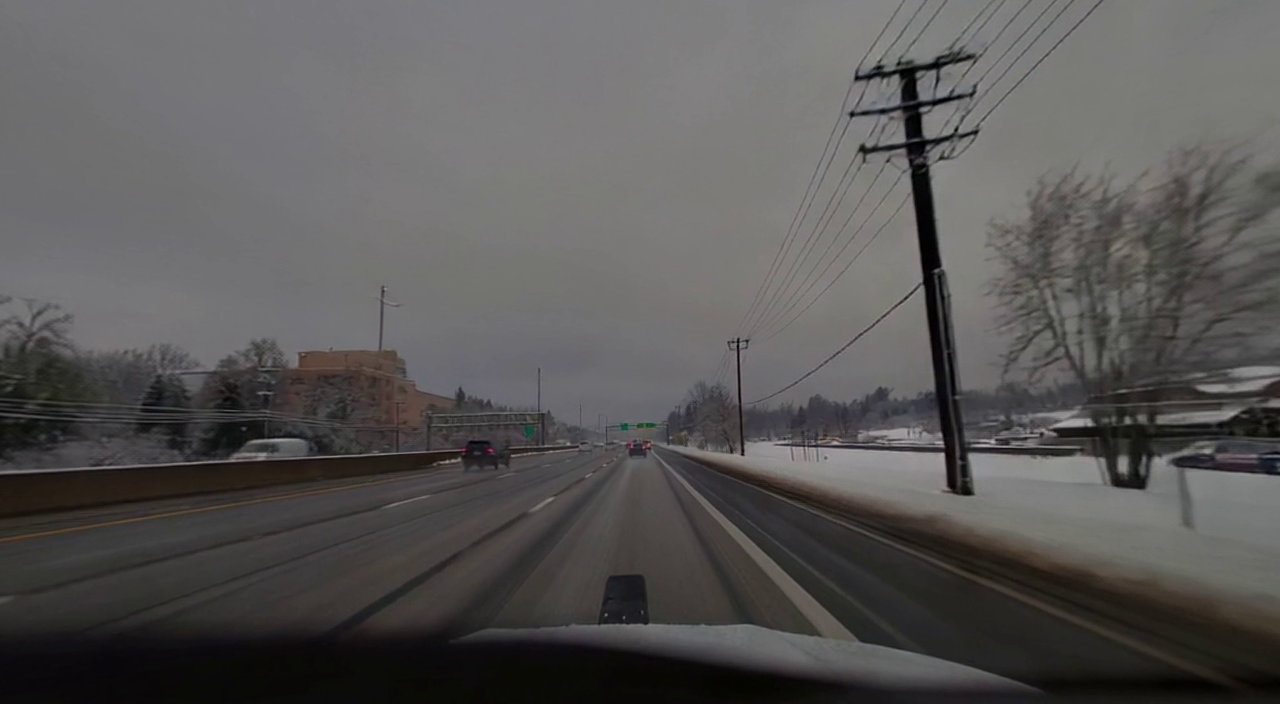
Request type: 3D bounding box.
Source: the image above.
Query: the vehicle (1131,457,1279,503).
[{"bbox_3d":[20.783,4.594,22.811,4.457,1.502,1.850,0,-8,-1],"label":"vehicle"}]

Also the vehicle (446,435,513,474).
[{"bbox_3d":[-7.205,4.640,28.766,1.946,1.590,4.042,0,-8,1],"label":"vehicle"}]
